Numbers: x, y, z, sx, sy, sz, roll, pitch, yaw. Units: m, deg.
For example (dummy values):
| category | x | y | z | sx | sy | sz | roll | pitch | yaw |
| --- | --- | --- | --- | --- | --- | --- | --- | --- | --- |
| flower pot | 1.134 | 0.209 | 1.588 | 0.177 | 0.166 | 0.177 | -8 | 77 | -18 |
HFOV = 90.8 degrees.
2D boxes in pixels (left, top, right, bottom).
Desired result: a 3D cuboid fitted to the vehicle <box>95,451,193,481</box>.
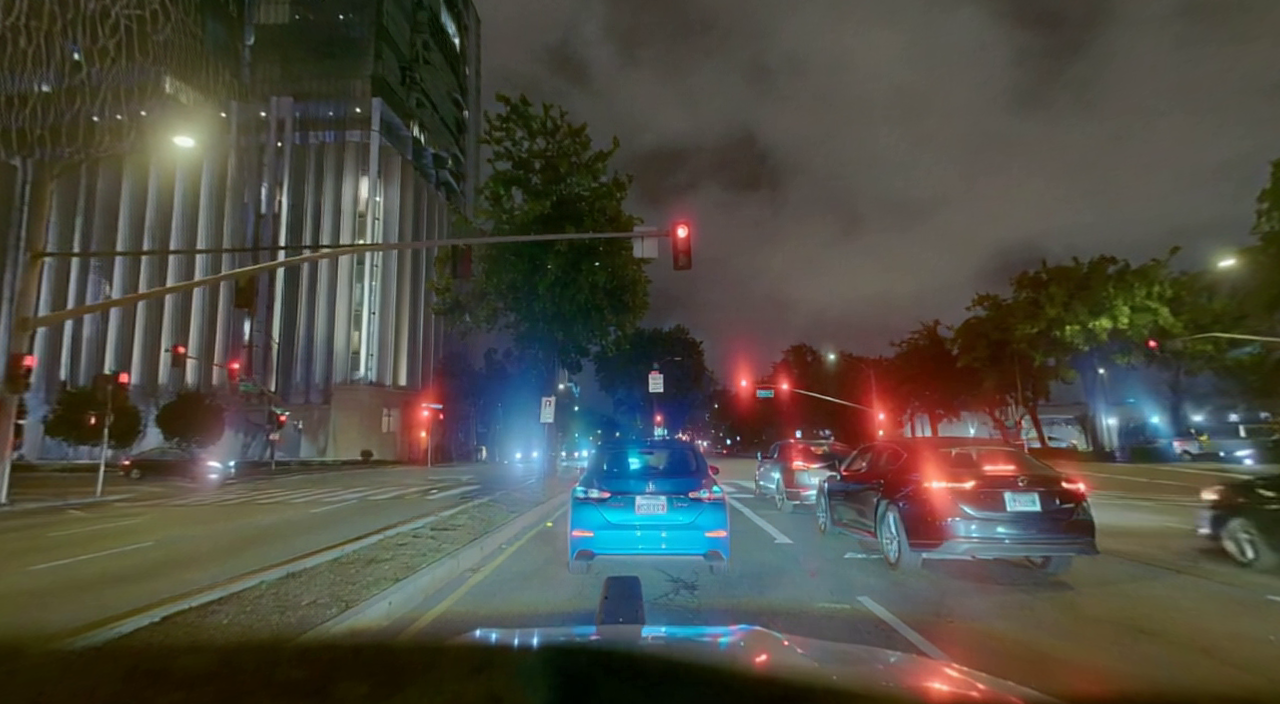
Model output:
| category | x | y | z | sx | sy | sz | roll | pitch | yaw |
| --- | --- | --- | --- | --- | --- | --- | --- | --- | --- |
| vehicle | -26.663 | 6.127 | 34.039 | 3.657 | 1.528 | 1.783 | 1 | -9 | -3 |

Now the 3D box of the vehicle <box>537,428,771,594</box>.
| category | x | y | z | sx | sy | sz | roll | pitch | yaw |
| --- | --- | --- | --- | --- | --- | --- | --- | --- | --- |
| vehicle | 0.094 | 1.733 | 7.730 | 2.087 | 1.468 | 4.014 | 0 | -9 | -1 |

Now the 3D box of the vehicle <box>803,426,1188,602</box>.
| category | x | y | z | sx | sy | sz | roll | pitch | yaw |
| --- | --- | --- | --- | --- | --- | --- | --- | --- | --- |
| vehicle | 3.644 | 1.738 | 7.741 | 2.018 | 1.491 | 4.544 | 0 | -9 | -1 |

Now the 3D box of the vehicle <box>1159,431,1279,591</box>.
| category | x | y | z | sx | sy | sz | roll | pitch | yaw |
| --- | --- | --- | --- | --- | --- | --- | --- | --- | --- |
| vehicle | 7.202 | 1.399 | 5.198 | 2.085 | 1.518 | 4.455 | 0 | -9 | 1 |
